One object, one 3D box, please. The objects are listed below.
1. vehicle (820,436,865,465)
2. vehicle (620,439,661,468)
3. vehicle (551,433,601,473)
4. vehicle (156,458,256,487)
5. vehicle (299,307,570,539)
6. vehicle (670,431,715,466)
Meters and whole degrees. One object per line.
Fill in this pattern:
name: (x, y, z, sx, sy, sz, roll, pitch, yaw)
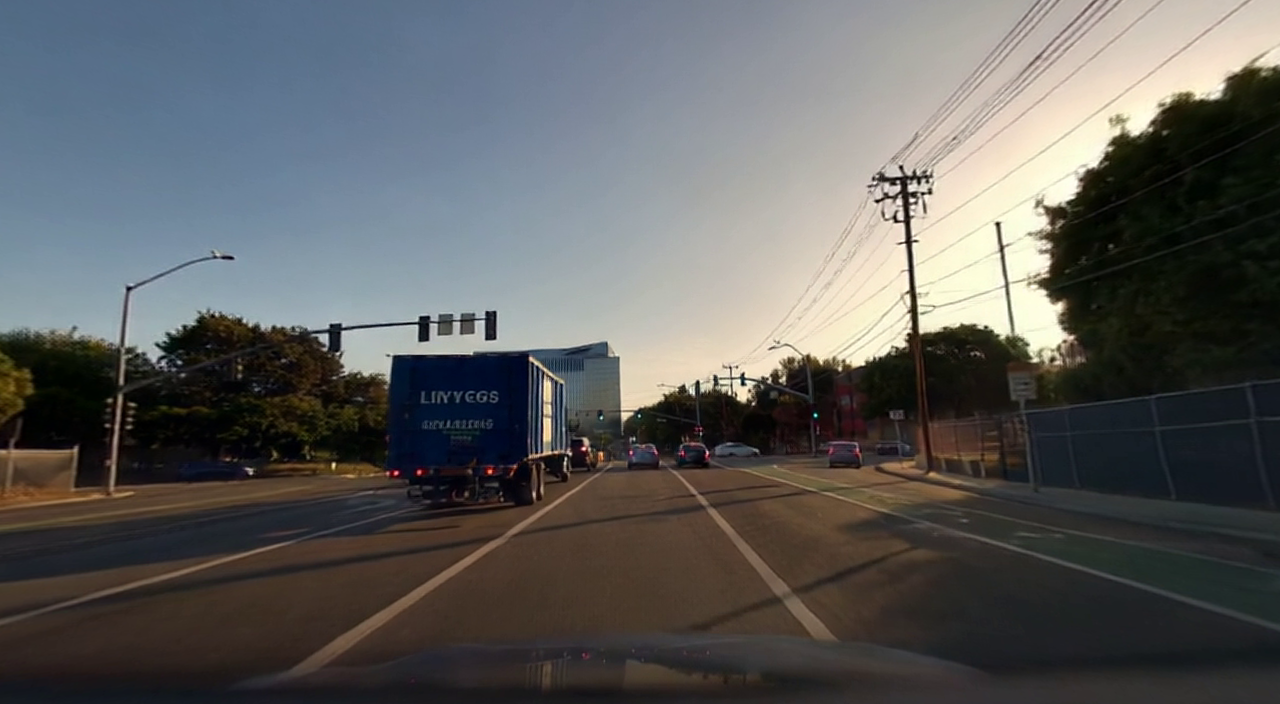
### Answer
vehicle: (12.350, 5.940, 38.260, 2.102, 1.662, 4.533, -4, -9, 23)
vehicle: (0.018, 5.571, 34.923, 2.117, 1.499, 4.036, 0, -8, -1)
vehicle: (-3.133, 5.070, 31.894, 1.994, 1.806, 4.564, 0, -8, 1)
vehicle: (-27.633, 7.681, 40.425, 4.718, 1.630, 2.087, 2, -9, -14)
vehicle: (-3.399, 1.599, 13.324, 2.889, 3.347, 8.285, 0, -8, 0)
vehicle: (2.932, 5.552, 36.332, 2.086, 1.849, 4.607, 0, -8, -1)
